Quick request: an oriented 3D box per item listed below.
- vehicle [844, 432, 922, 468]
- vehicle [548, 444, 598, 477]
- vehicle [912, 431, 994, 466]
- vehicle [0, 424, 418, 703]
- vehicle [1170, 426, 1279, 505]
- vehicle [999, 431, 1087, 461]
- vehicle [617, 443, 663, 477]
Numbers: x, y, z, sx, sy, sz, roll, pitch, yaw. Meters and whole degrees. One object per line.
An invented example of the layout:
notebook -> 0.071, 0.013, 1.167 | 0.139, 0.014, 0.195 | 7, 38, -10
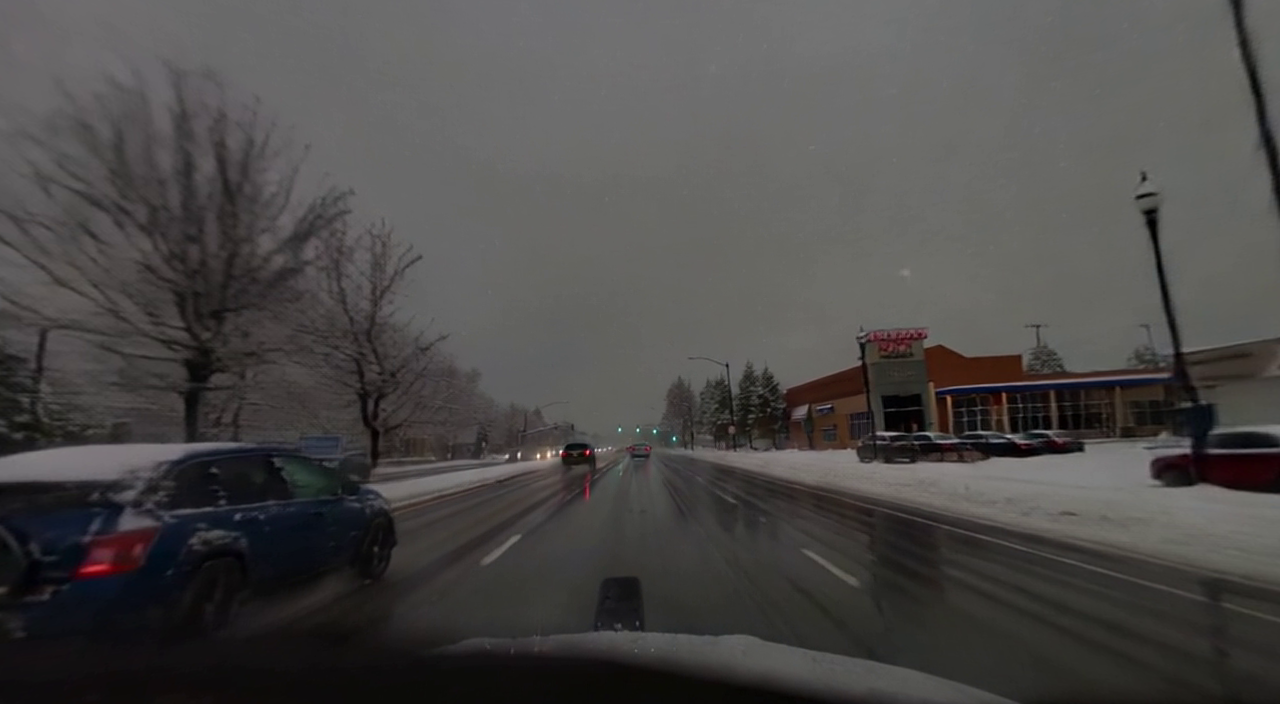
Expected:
vehicle -> 13.025, 5.296, 34.112 | 2.072, 1.769, 5.000 | 0, -8, -2
vehicle -> -3.200, 5.254, 30.818 | 1.939, 1.496, 4.309 | 0, -8, 1
vehicle -> 16.262, 5.054, 33.058 | 1.930, 1.713, 4.756 | 0, -8, 2
vehicle -> -3.566, 1.396, 4.998 | 2.003, 1.488, 4.282 | 0, -8, 1
vehicle -> 13.328, 2.215, 12.337 | 1.914, 1.523, 4.747 | -1, -8, 3
vehicle -> 21.501, 5.046, 33.846 | 1.807, 1.519, 4.550 | 0, -8, 1
vehicle -> -0.017, 4.981, 29.247 | 2.019, 1.459, 4.005 | 0, -8, 0
